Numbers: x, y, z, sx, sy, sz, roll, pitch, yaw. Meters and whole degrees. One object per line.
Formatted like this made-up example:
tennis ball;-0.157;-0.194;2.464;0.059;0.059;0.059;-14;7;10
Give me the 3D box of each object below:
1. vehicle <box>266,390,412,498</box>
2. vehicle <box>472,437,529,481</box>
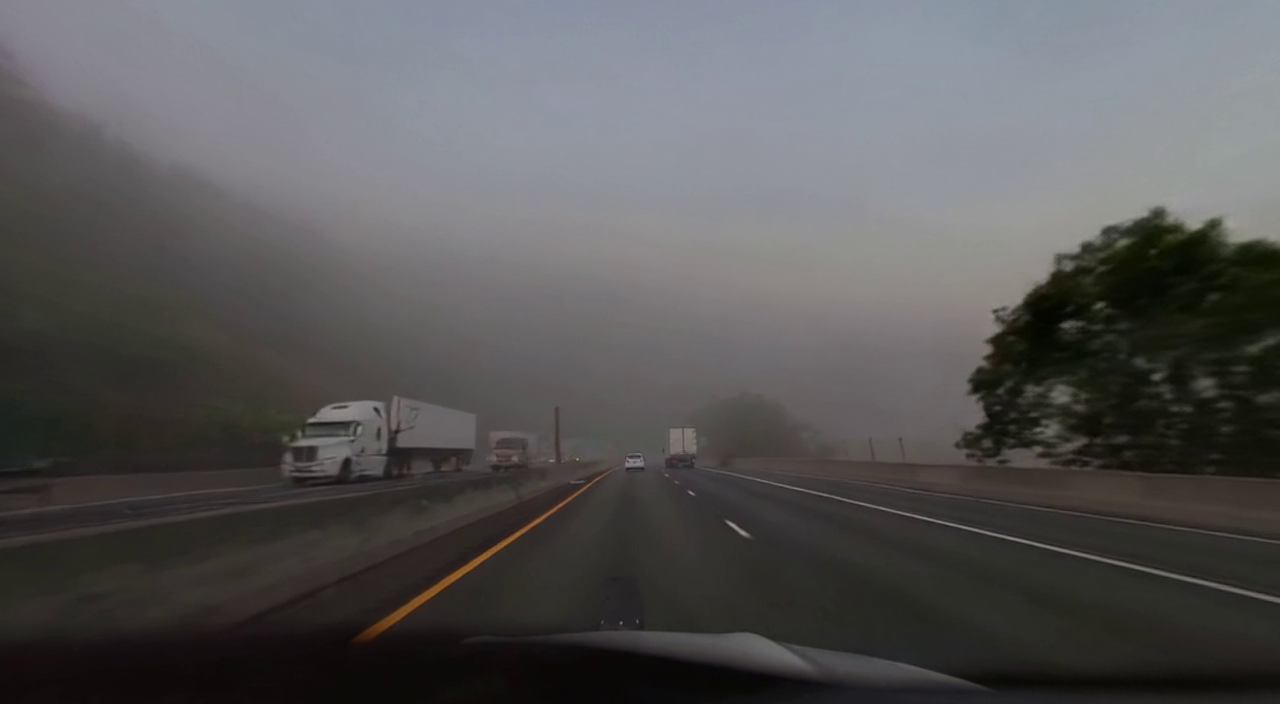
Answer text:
vehicle;-12.406;3.914;26.789;2.951;3.988;6.237;-1;-9;0
vehicle;-8.540;6.598;39.188;2.344;2.503;5.344;-1;-9;0
